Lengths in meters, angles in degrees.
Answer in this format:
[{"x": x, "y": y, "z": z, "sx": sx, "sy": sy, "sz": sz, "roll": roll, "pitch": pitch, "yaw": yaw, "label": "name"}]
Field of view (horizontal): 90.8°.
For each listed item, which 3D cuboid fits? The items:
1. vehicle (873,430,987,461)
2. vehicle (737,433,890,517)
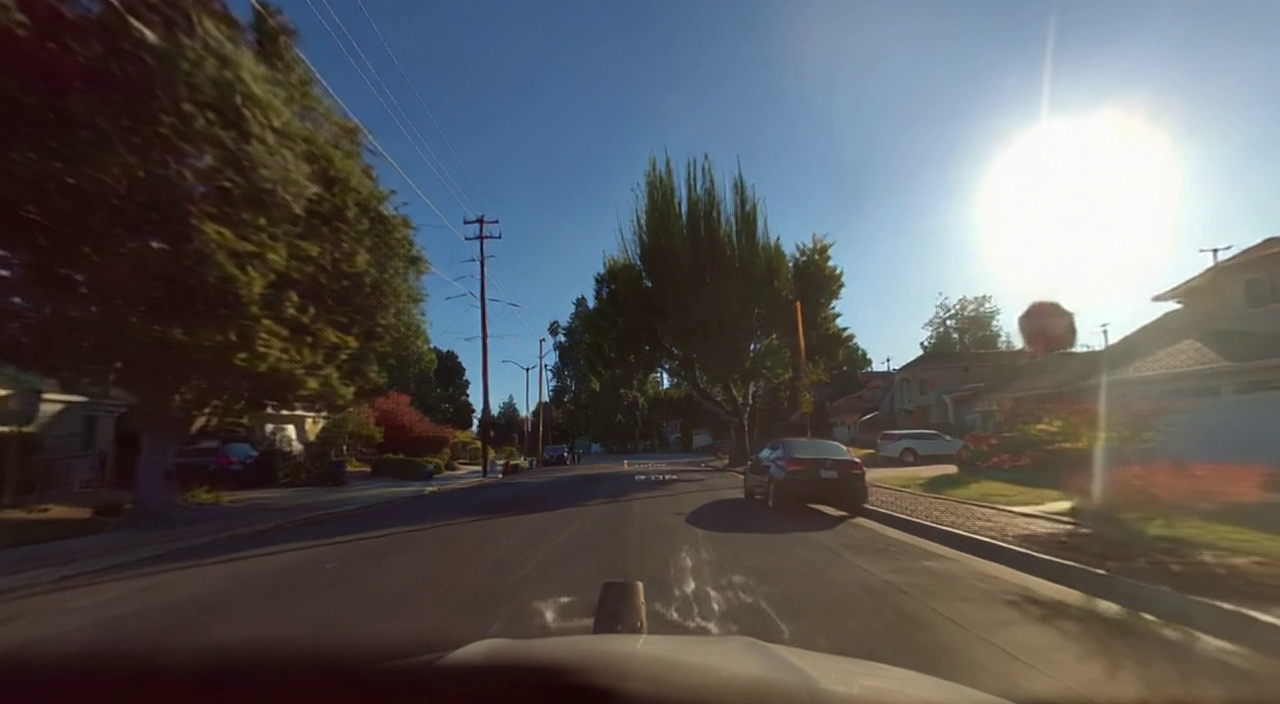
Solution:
[{"x": 14.427, "y": 4.687, "z": 31.669, "sx": 4.737, "sy": 1.493, "sz": 2.001, "roll": -1, "pitch": -8, "yaw": 4, "label": "vehicle"}, {"x": 3.547, "y": 2.601, "z": 13.943, "sx": 2.012, "sy": 1.531, "sz": 4.557, "roll": 0, "pitch": -8, "yaw": -1, "label": "vehicle"}]
